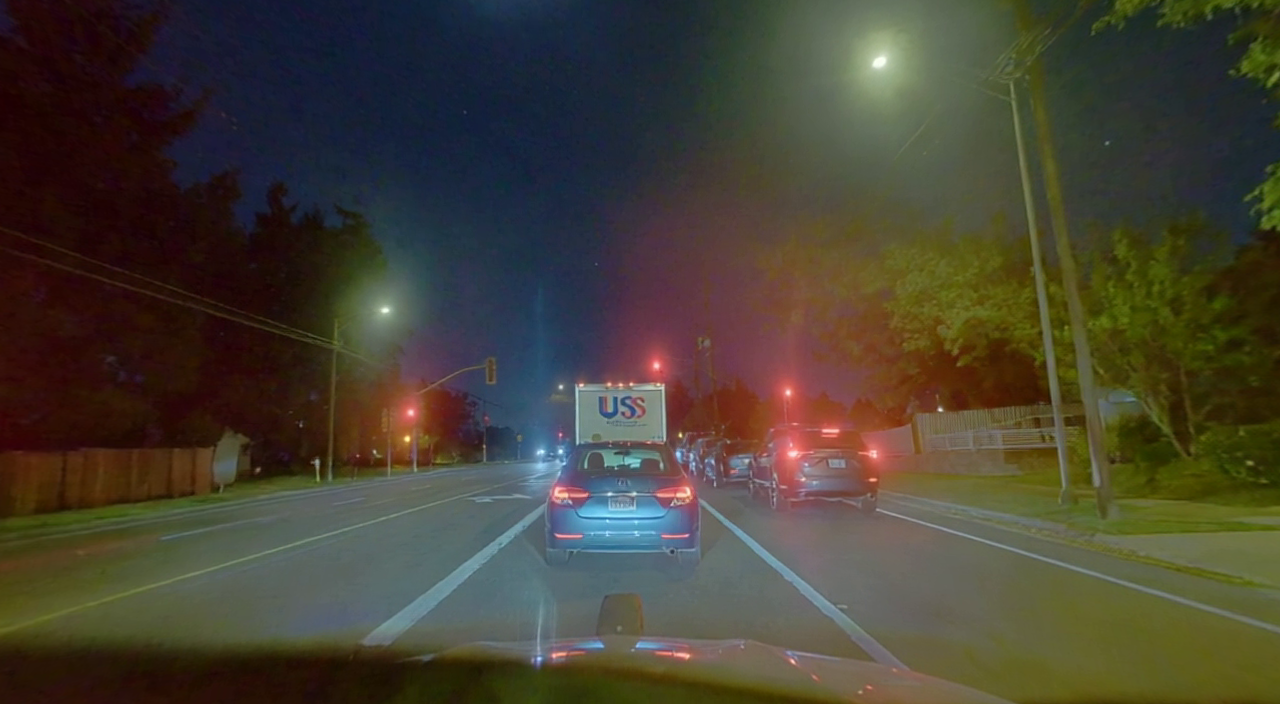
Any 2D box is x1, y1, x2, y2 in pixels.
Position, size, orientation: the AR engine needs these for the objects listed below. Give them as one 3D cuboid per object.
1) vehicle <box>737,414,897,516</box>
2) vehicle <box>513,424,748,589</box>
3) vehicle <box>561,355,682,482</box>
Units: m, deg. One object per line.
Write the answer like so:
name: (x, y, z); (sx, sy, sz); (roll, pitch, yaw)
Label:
vehicle: (3.598, 2.398, 13.885); (2.145, 1.847, 4.524); (0, -8, -1)
vehicle: (-0.143, 1.722, 7.935); (2.135, 1.483, 4.207); (0, -8, -2)
vehicle: (-0.461, 2.214, 19.665); (2.993, 3.151, 7.784); (0, -8, 0)
